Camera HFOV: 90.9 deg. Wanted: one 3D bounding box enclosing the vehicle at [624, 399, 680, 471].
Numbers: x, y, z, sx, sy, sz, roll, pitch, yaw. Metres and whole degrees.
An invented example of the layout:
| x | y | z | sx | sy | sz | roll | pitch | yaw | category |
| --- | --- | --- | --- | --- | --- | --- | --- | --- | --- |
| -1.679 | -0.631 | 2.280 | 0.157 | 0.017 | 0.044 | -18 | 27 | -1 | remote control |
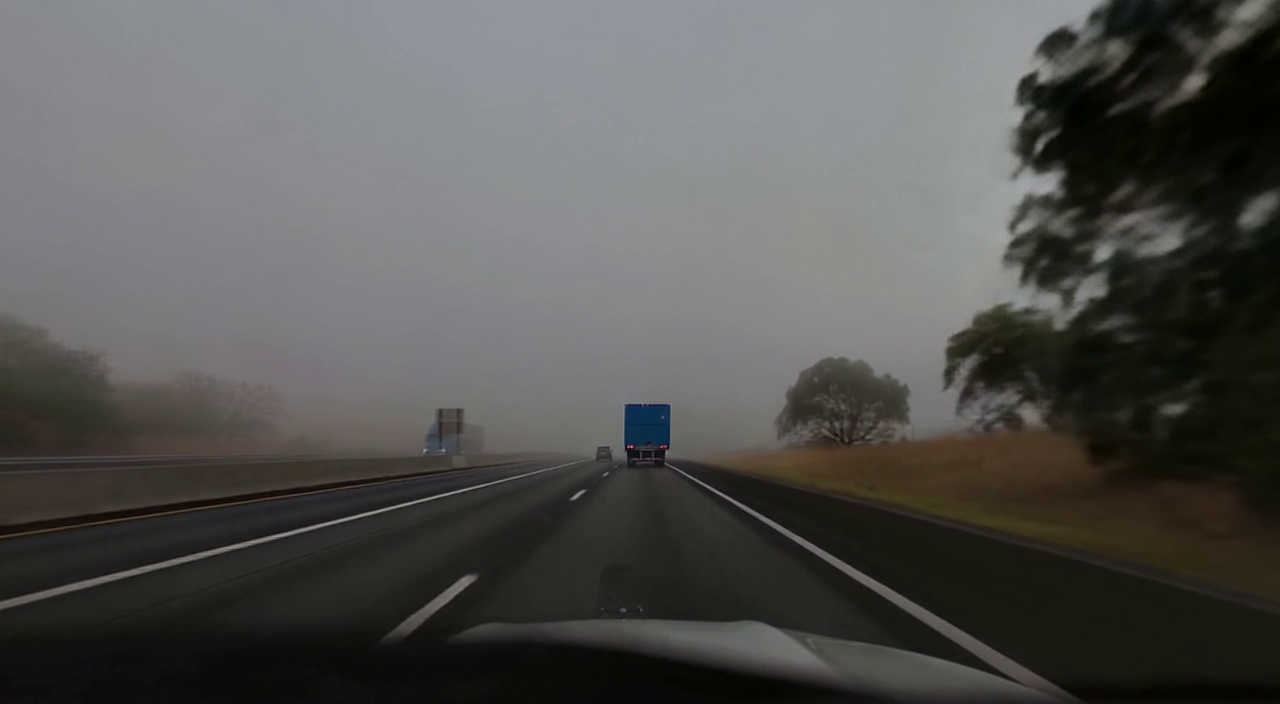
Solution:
| x | y | z | sx | sy | sz | roll | pitch | yaw | category |
| --- | --- | --- | --- | --- | --- | --- | --- | --- | --- |
| 0.535 | 5.503 | 40.916 | 3.055 | 4.009 | 10.972 | 0 | -9 | -2 | vehicle |
